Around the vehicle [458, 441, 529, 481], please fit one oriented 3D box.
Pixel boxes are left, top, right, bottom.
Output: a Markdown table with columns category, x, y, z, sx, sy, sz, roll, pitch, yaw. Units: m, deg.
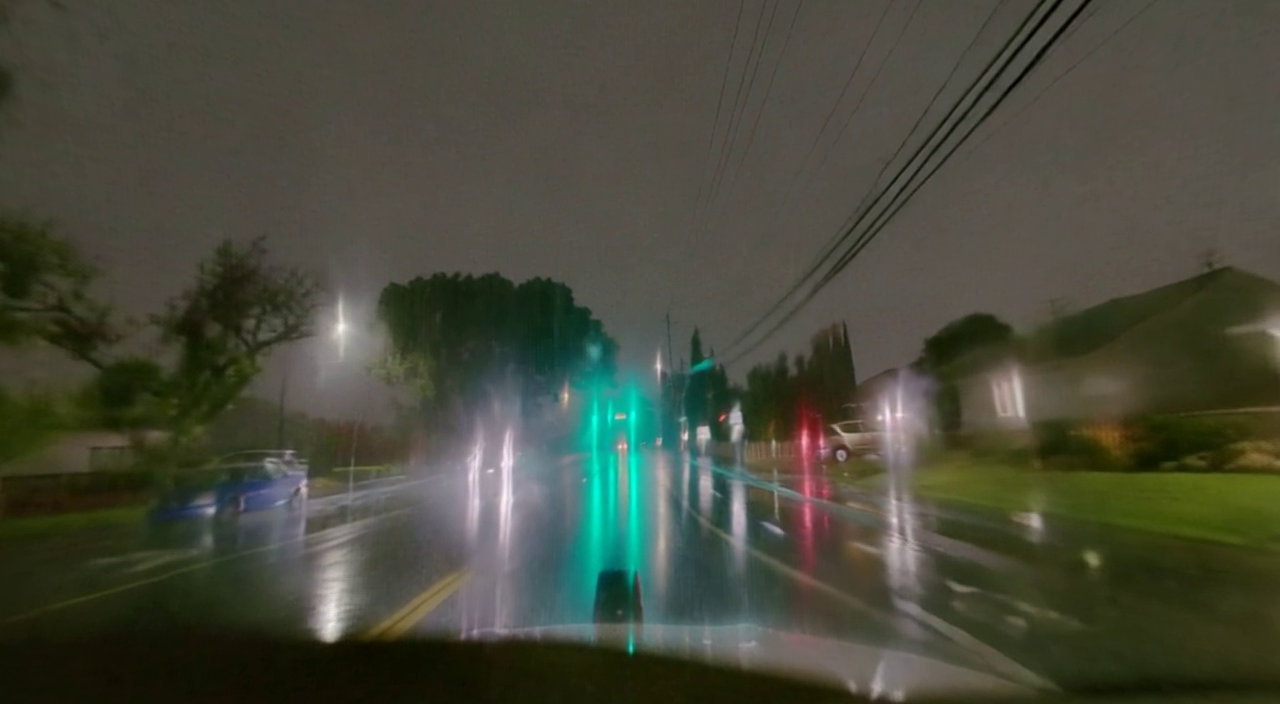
| category | x | y | z | sx | sy | sz | roll | pitch | yaw |
| --- | --- | --- | --- | --- | --- | --- | --- | --- | --- |
| vehicle | -6.979 | 5.210 | 30.604 | 2.142 | 1.611 | 4.890 | -4 | -9 | 1 |

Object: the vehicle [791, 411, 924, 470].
| category | x | y | z | sx | sy | sz | roll | pitch | yaw |
| --- | --- | --- | --- | --- | --- | --- | --- | --- | --- |
| vehicle | 9.466 | 3.776 | 27.386 | 5.565 | 2.036 | 1.907 | -1 | -7 | -27 |

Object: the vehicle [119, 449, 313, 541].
| category | x | y | z | sx | sy | sz | roll | pitch | yaw |
| --- | --- | --- | --- | --- | --- | --- | --- | --- | --- |
| vehicle | -11.472 | 3.805 | 17.649 | 2.024 | 1.795 | 5.054 | -10 | -8 | -3 |
